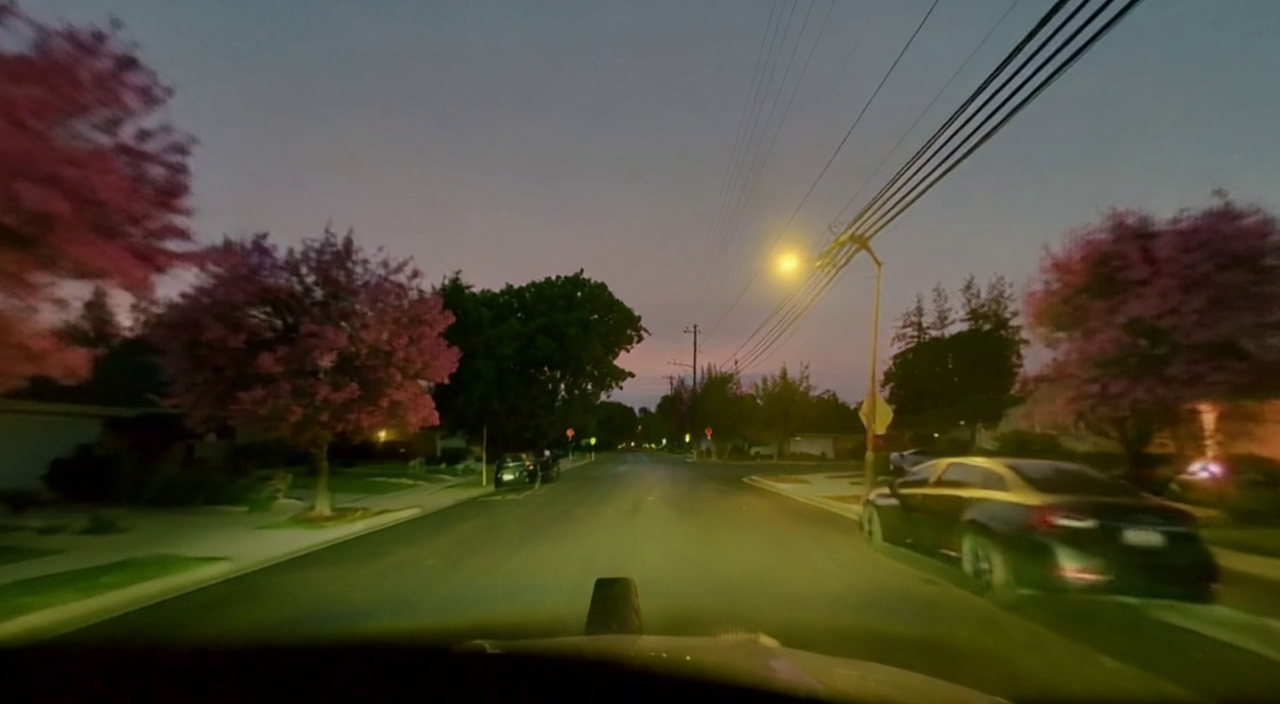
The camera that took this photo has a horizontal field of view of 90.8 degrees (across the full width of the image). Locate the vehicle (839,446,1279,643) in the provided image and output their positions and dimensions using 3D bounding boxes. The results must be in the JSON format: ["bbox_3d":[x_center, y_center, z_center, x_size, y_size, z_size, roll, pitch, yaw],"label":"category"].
[{"bbox_3d":[4.270,1.847,7.403,2.074,1.466,5.046,0,-9,-2],"label":"vehicle"}]

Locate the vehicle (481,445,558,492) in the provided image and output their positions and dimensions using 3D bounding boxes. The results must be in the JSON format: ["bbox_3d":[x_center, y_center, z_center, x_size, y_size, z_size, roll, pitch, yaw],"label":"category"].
[{"bbox_3d":[-4.406,4.307,23.762,1.938,1.508,4.481,0,-7,1],"label":"vehicle"}]

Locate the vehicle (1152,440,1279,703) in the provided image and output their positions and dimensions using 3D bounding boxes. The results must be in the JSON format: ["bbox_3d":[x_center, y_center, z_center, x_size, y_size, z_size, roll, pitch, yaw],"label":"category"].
[{"bbox_3d":[4.204,0.931,1.418,2.006,1.489,4.753,0,-8,-2],"label":"vehicle"}]

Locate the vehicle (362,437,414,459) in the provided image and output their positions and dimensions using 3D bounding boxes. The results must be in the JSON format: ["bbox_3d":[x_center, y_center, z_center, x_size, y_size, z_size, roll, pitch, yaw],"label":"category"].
[{"bbox_3d":[-18.412,6.984,46.028,1.870,1.492,4.472,8,-12,-43],"label":"vehicle"}]
